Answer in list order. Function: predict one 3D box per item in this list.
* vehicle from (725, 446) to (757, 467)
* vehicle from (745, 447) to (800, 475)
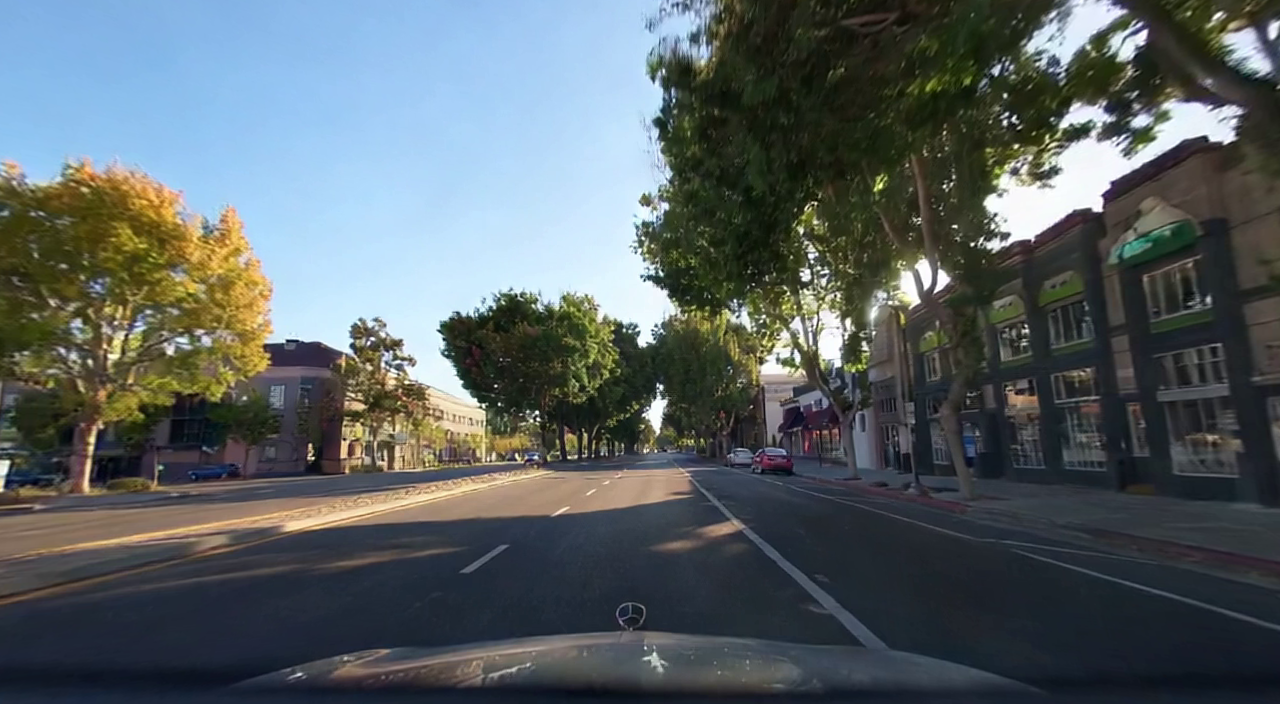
[{"bbox_3d":[7.931,8.255,50.000,1.923,1.498,4.676,0,-9,2],"label":"vehicle"},{"bbox_3d":[7.591,6.247,36.560,2.119,1.458,4.965,1,-9,0],"label":"vehicle"}]
